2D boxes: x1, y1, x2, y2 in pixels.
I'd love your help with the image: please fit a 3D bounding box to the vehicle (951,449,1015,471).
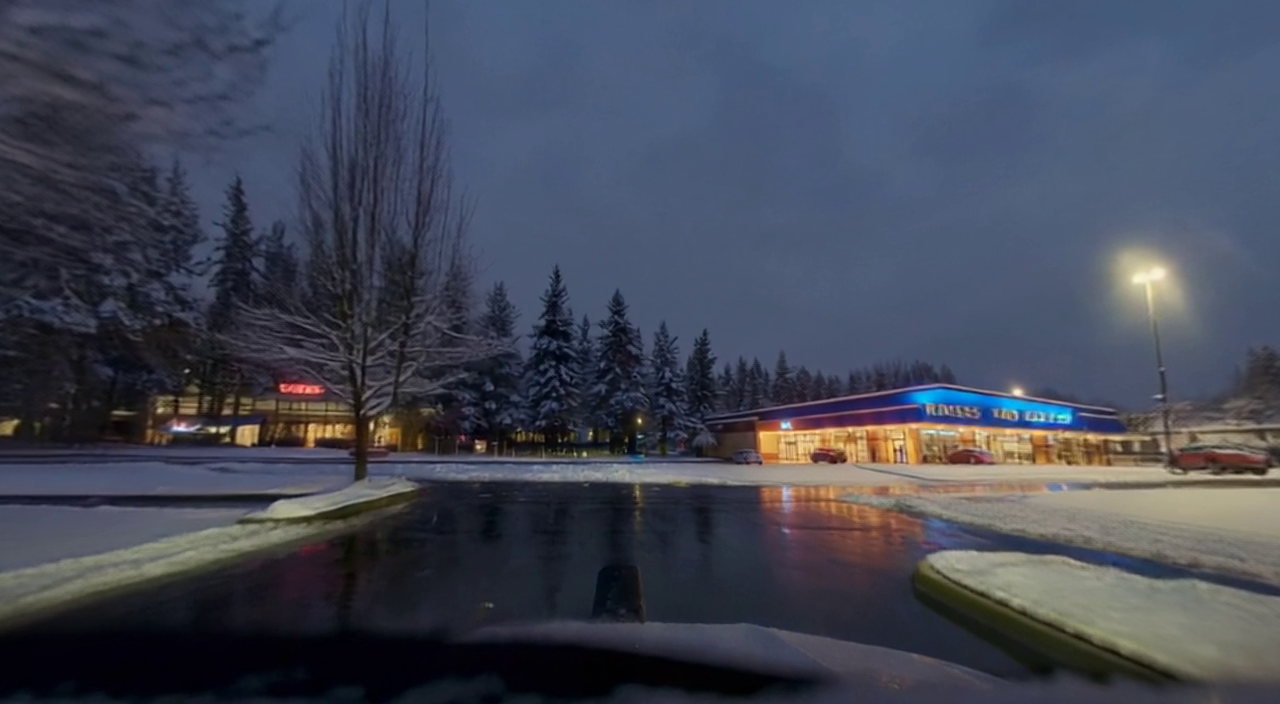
[{"bbox_3d":[26.342,8.296,48.694,1.845,1.463,4.399,1,-8,-12],"label":"vehicle"}]
